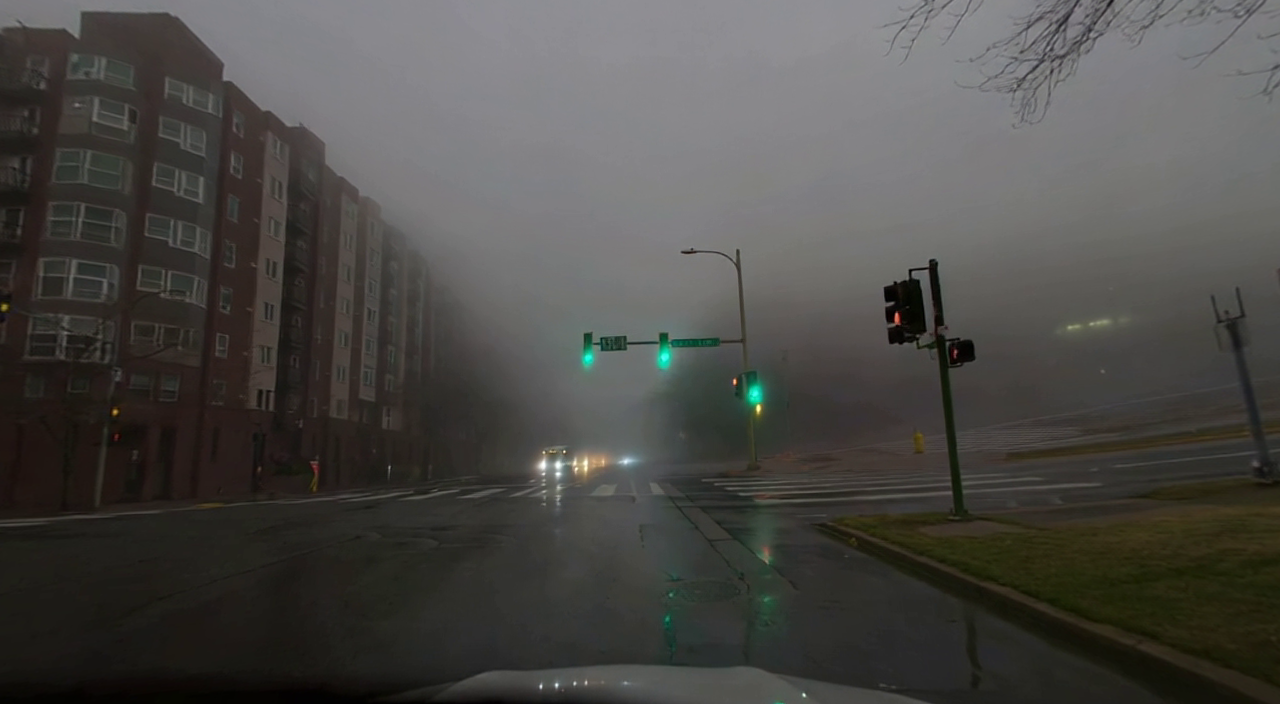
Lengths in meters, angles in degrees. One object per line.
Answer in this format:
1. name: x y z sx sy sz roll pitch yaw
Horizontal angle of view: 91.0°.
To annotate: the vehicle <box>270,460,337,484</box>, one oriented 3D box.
1. vehicle: -24.671 8.804 46.269 3.882 1.600 1.768 0 -9 2
